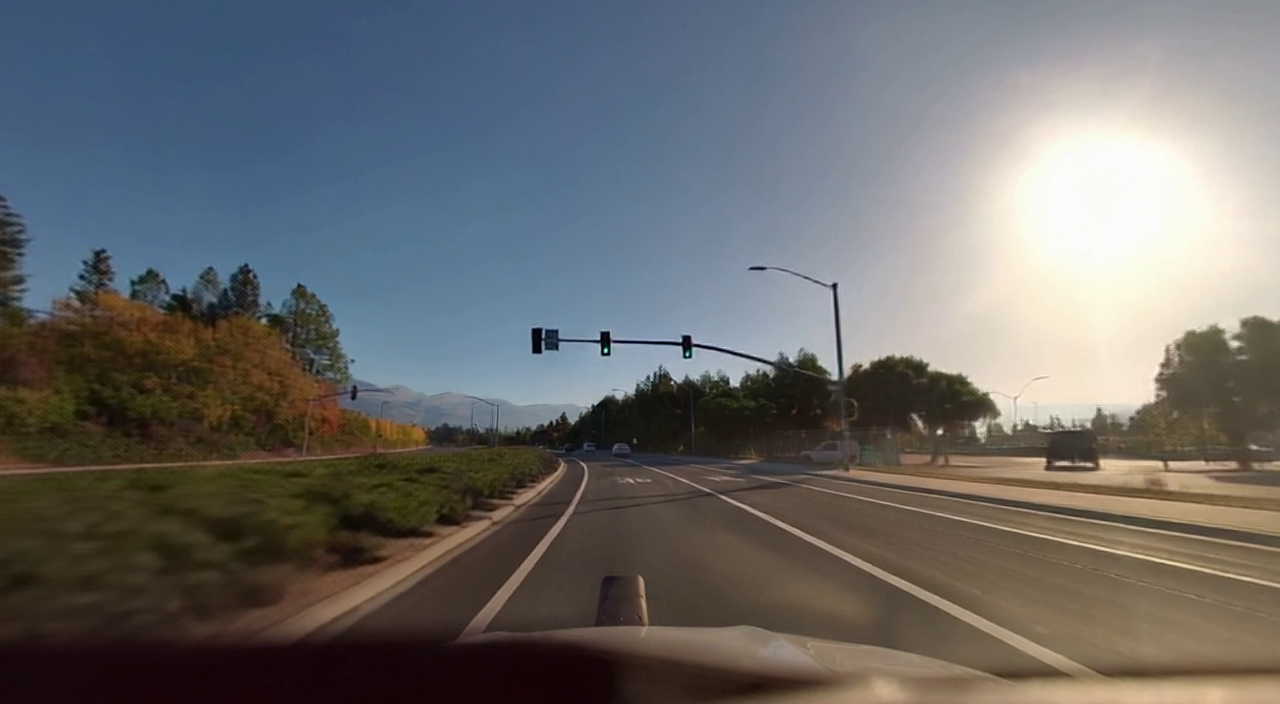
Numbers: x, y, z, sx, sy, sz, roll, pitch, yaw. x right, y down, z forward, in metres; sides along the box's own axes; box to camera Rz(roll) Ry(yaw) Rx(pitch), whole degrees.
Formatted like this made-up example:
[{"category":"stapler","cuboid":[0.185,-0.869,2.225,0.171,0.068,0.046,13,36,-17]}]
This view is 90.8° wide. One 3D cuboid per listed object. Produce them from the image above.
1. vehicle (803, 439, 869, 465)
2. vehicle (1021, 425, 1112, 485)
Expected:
[{"category":"vehicle","cuboid":[14.876,7.613,48.057,4.457,1.724,1.871,3,-8,-3]},{"category":"vehicle","cuboid":[23.250,5.637,34.757,2.236,2.968,6.014,-3,-9,17]}]
